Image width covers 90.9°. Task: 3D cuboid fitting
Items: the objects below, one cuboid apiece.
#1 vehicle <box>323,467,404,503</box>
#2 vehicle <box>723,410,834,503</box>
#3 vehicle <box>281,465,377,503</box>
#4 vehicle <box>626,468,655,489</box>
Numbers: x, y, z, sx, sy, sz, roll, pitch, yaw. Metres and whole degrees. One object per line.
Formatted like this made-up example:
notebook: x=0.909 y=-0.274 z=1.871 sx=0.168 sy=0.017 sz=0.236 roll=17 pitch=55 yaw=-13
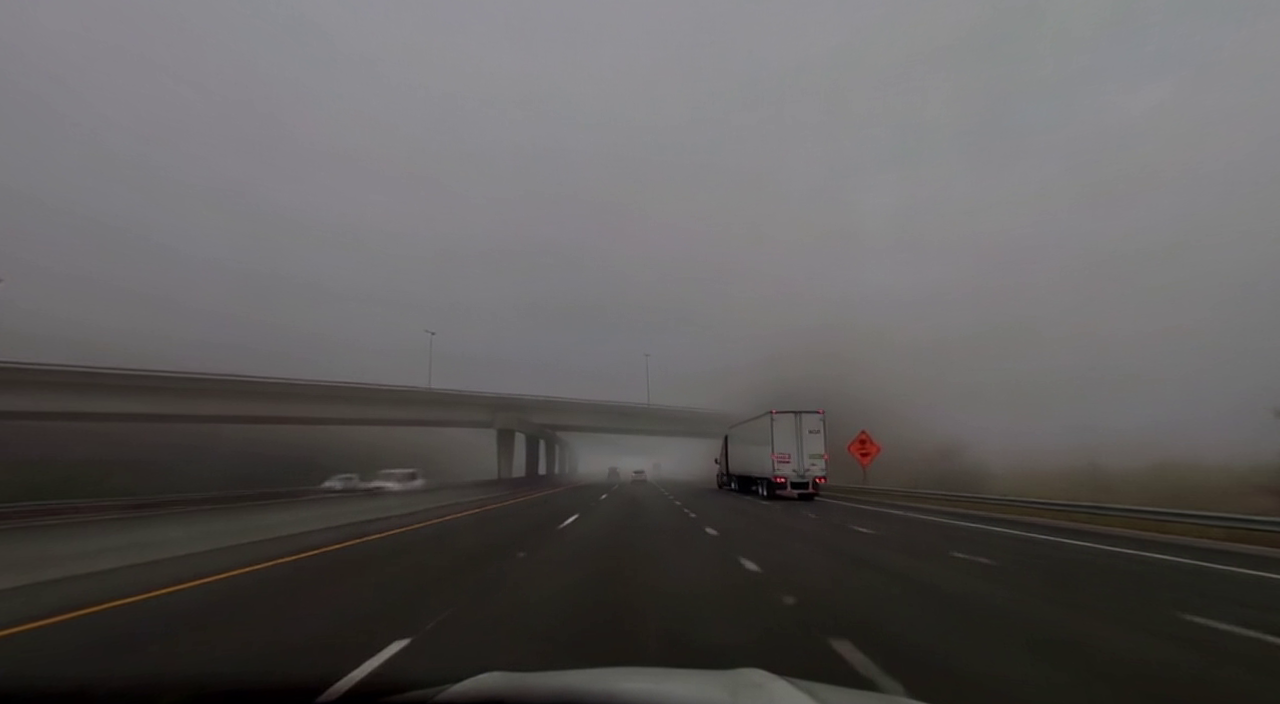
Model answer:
vehicle: x=-11.374 y=5.487 z=26.184 sx=1.651 sy=1.370 sz=3.641 roll=1 pitch=-10 yaw=0
vehicle: x=7.066 y=5.896 z=34.975 sx=2.926 sy=4.073 sz=13.836 roll=1 pitch=-10 yaw=0
vehicle: x=-14.340 y=6.103 z=29.375 sx=1.959 sy=1.556 sz=4.783 roll=0 pitch=-10 yaw=1
vehicle: x=0.033 y=9.209 z=46.031 sx=2.029 sy=1.459 sz=3.684 roll=1 pitch=-10 yaw=0
